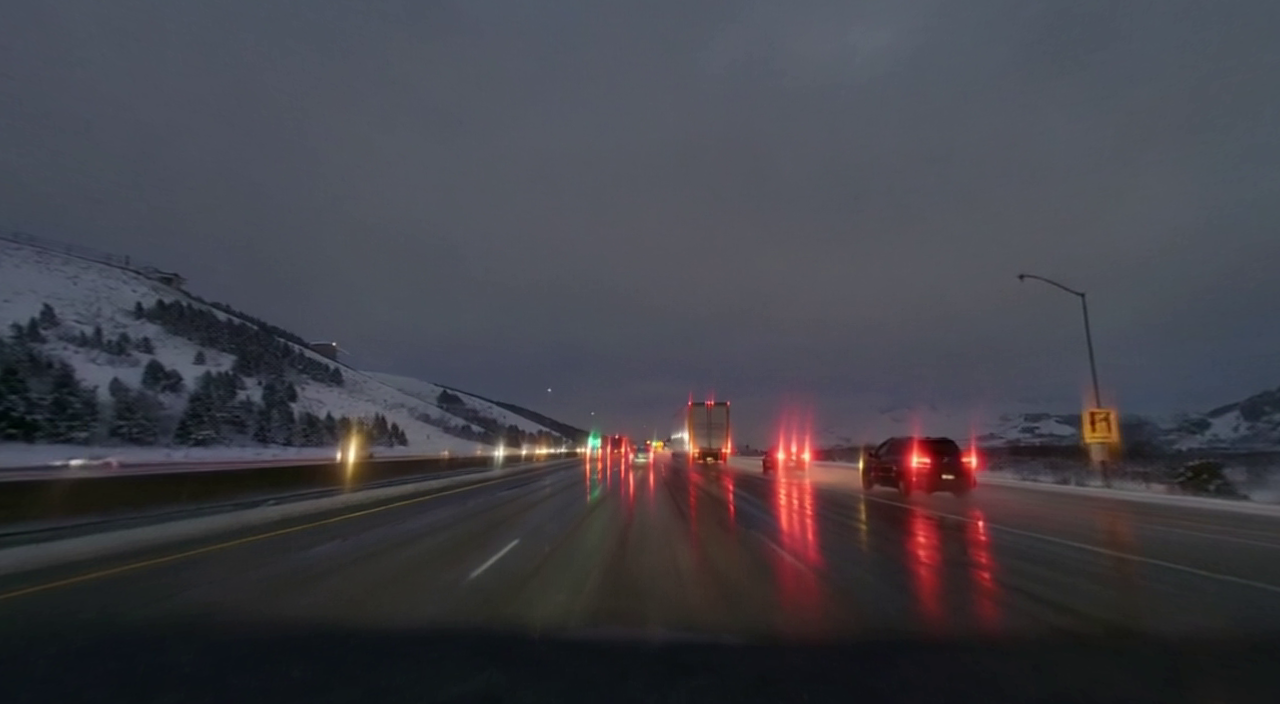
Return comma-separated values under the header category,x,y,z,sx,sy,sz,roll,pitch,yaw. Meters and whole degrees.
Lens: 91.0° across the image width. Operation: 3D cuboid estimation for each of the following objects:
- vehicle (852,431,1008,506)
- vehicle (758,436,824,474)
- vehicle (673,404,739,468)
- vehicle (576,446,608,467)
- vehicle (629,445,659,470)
category,x,y,z,sx,sy,sz,roll,pitch,yaw
vehicle,7.339,2.976,16.565,2.044,1.676,4.421,0,-9,1
vehicle,7.484,5.170,31.796,2.143,1.775,4.729,0,-9,0
vehicle,3.991,5.552,41.036,3.130,3.607,11.129,0,-9,0
vehicle,-3.627,7.965,48.190,2.132,1.506,4.256,0,-9,0
vehicle,0.216,6.914,41.461,1.866,1.492,3.932,0,-9,0
